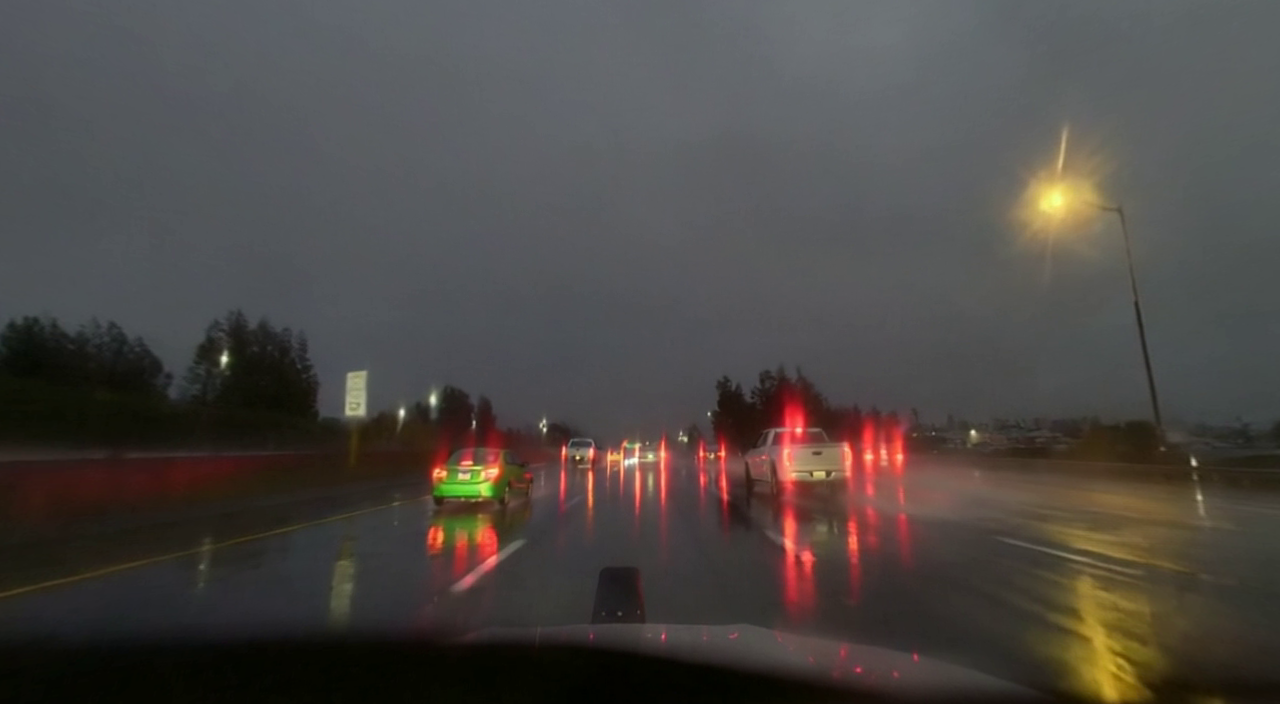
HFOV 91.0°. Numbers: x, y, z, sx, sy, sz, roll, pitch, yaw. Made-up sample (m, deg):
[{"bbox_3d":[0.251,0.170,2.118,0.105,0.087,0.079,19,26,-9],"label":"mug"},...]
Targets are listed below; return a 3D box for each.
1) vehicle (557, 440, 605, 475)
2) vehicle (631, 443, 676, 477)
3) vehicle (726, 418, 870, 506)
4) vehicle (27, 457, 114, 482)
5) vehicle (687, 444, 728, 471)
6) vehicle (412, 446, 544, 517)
[{"bbox_3d":[-3.258,5.935,35.646,2.176,1.783,4.799,0,-9,1],"label":"vehicle"},{"bbox_3d":[0.649,5.389,31.726,2.147,1.572,4.094,0,-9,0],"label":"vehicle"},{"bbox_3d":[3.883,2.867,16.787,2.340,1.925,5.529,0,-9,-1],"label":"vehicle"},{"bbox_3d":[-37.813,7.783,41.955,1.783,1.502,4.285,0,-9,1],"label":"vehicle"},{"bbox_3d":[4.297,6.812,40.885,2.145,1.636,4.437,0,-9,-1],"label":"vehicle"},{"bbox_3d":[-3.636,2.973,15.024,1.947,1.424,4.264,0,-9,1],"label":"vehicle"}]
